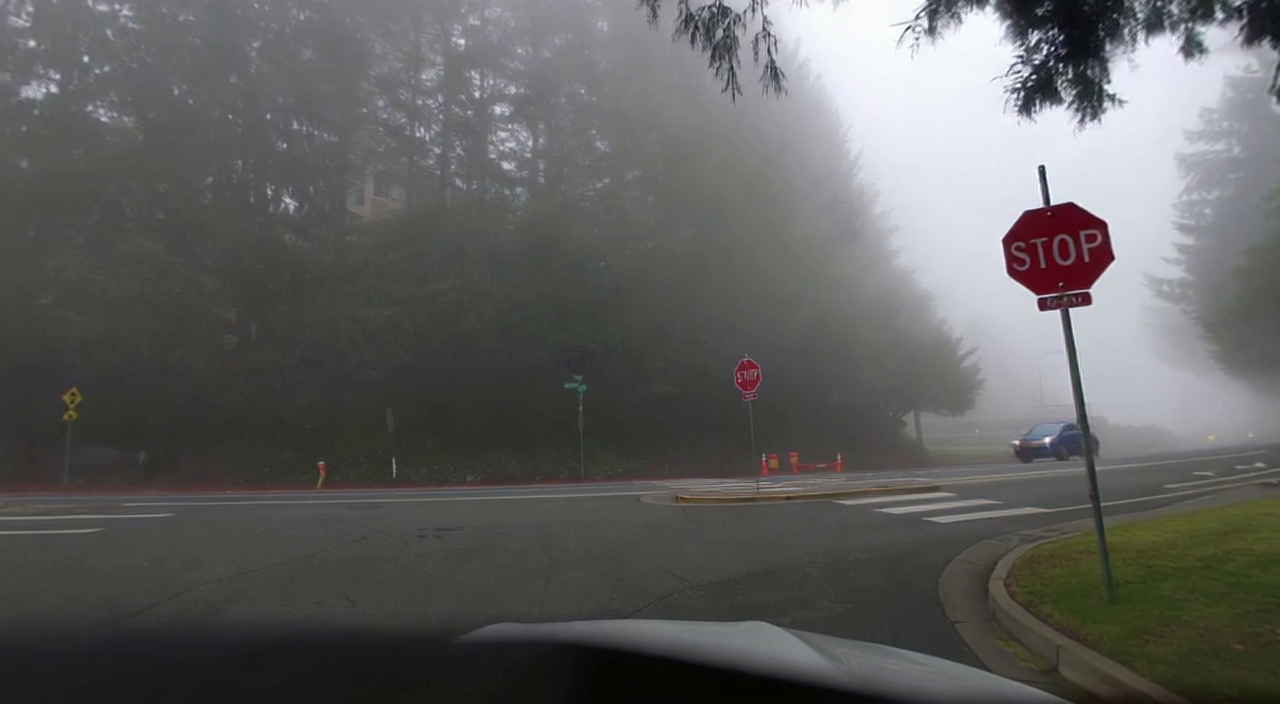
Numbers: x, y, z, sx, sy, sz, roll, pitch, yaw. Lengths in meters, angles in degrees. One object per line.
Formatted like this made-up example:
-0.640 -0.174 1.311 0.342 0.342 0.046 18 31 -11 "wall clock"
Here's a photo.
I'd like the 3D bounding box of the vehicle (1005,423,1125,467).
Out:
15.731 3.427 23.264 4.473 1.474 2.108 6 -10 -35 "vehicle"
